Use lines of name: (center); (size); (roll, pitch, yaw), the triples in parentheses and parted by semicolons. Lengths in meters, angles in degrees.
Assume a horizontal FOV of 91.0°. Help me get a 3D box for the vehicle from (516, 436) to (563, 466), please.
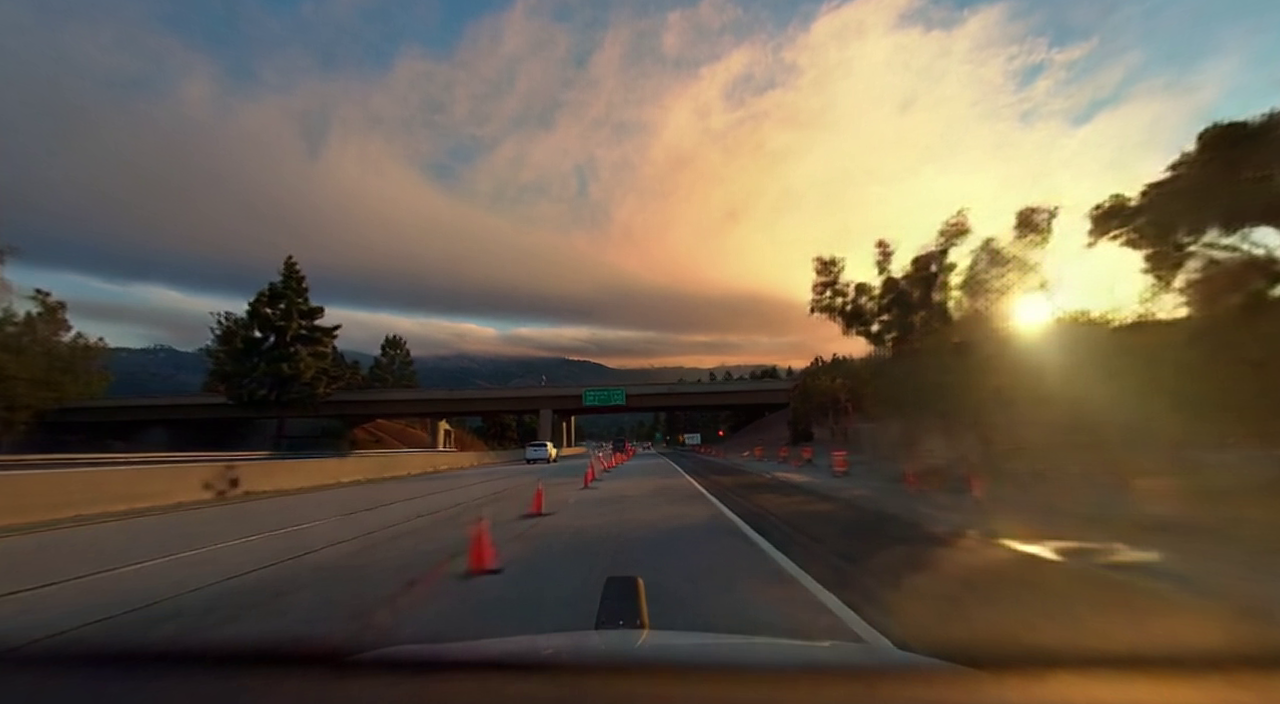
vehicle: (-6.437, 6.403, 40.818); (2.103, 1.775, 4.966); (0, -8, 1)
